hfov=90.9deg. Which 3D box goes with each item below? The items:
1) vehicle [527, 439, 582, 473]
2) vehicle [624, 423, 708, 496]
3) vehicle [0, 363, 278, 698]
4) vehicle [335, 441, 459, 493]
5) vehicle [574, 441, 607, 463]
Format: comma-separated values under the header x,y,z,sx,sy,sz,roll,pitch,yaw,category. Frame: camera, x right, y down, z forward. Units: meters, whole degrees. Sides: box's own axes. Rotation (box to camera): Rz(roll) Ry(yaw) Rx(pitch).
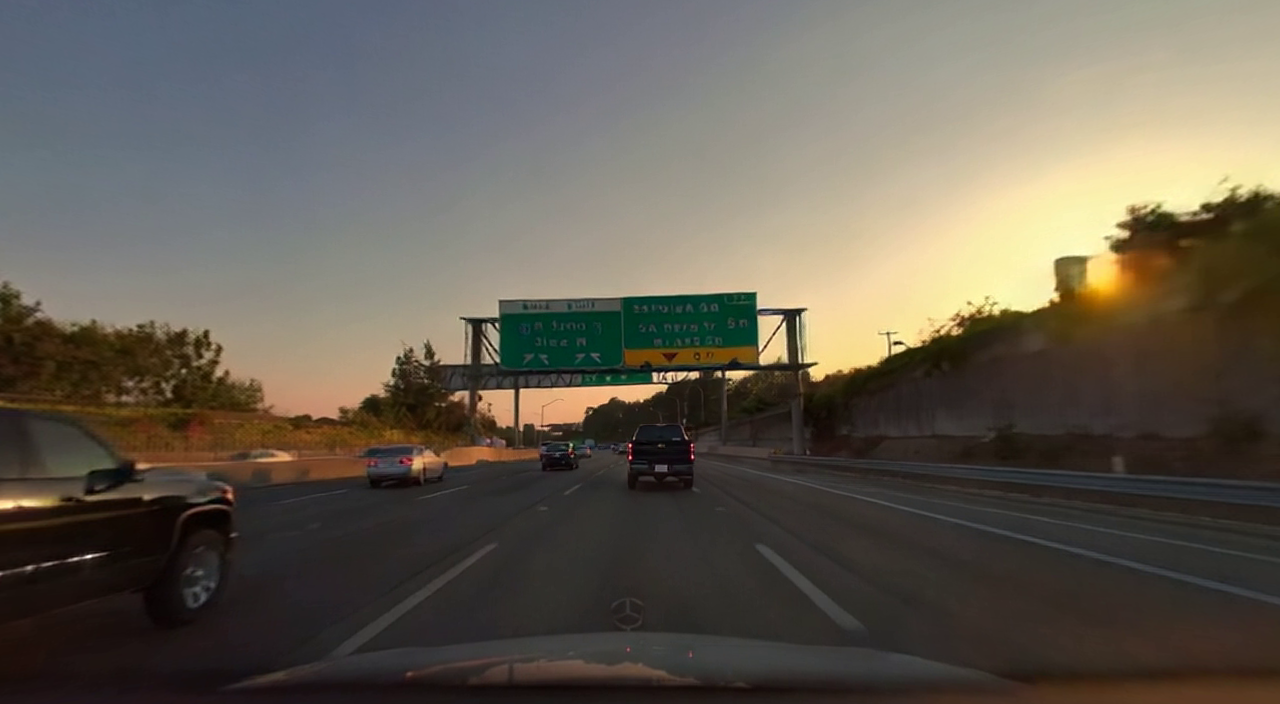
x,y,z,sx,sy,sz,roll,pitch,yaw,category
-4.200,5.197,31.716,1.961,1.591,4.756,0,-8,2,vehicle
0.610,3.053,18.211,2.083,1.792,4.782,0,-9,-1,vehicle
-4.441,0.954,3.327,1.954,1.792,5.187,0,-9,0,vehicle
-7.724,3.687,20.675,2.081,1.463,4.749,0,-8,1,vehicle
-3.646,7.551,47.604,2.061,1.584,4.290,0,-8,1,vehicle
